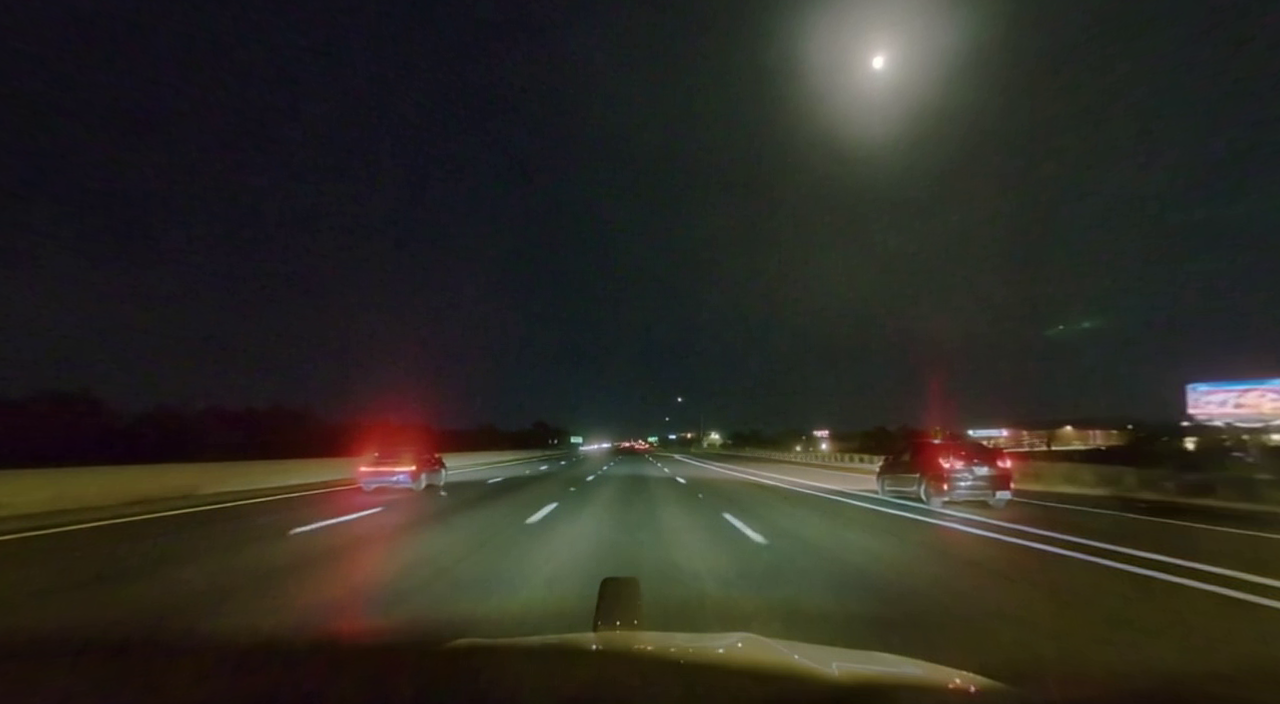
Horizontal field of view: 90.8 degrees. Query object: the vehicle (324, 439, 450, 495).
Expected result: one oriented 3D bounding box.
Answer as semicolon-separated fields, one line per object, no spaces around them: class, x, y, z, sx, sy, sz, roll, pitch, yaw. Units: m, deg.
vehicle;-7.851;3.595;20.236;2.005;1.545;4.874;0;-8;0
